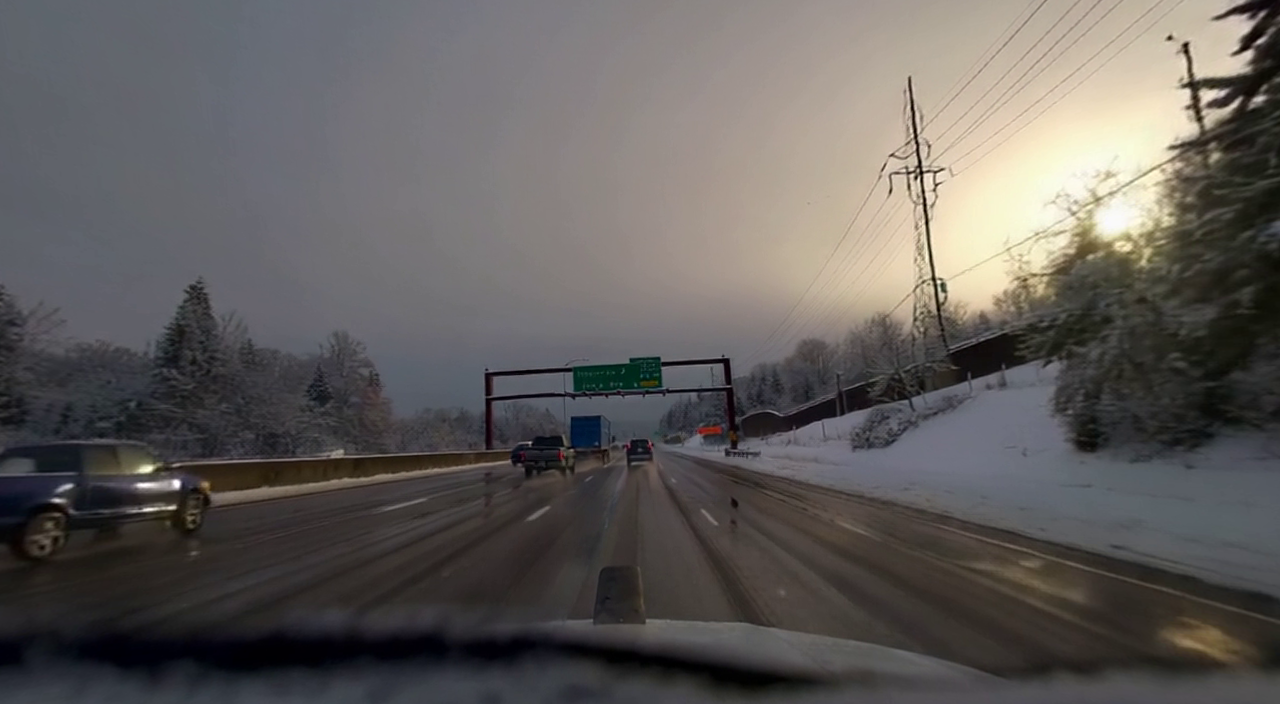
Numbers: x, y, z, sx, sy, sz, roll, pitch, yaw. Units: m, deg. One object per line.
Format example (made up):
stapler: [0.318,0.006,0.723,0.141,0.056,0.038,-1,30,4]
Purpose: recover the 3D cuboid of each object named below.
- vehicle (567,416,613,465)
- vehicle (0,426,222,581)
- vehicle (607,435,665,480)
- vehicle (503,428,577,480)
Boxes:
vehicle: [-3.618,6.801,48.007,2.956,3.331,9.575,0,-8,-1]
vehicle: [-7.320,1.630,7.113,2.025,1.510,4.582,0,-8,0]
vehicle: [-0.135,4.288,25.841,2.178,1.640,4.071,0,-8,0]
vehicle: [-3.822,4.000,24.966,2.109,1.840,4.614,0,-8,1]
